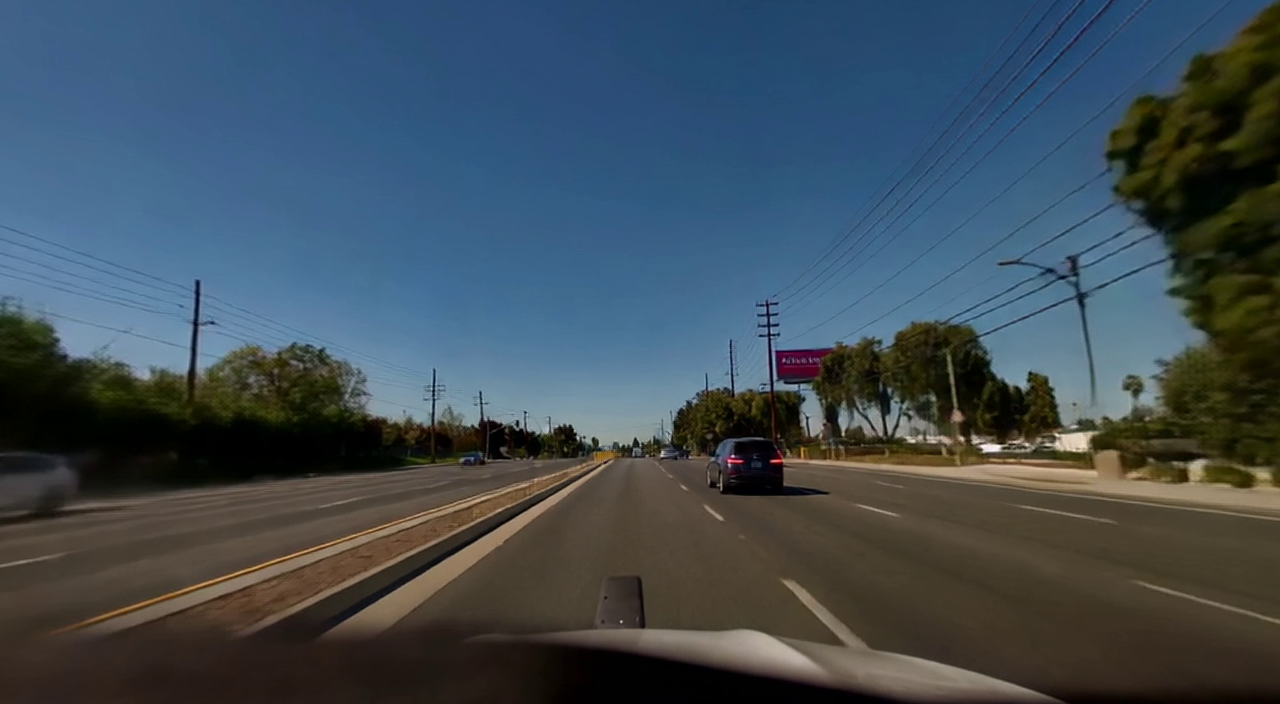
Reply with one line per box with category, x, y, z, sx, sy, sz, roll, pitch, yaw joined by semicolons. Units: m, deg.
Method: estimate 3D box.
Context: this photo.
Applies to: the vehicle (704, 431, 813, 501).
vehicle;3.077;3.051;17.317;2.078;1.668;4.078;0;-8;-2
